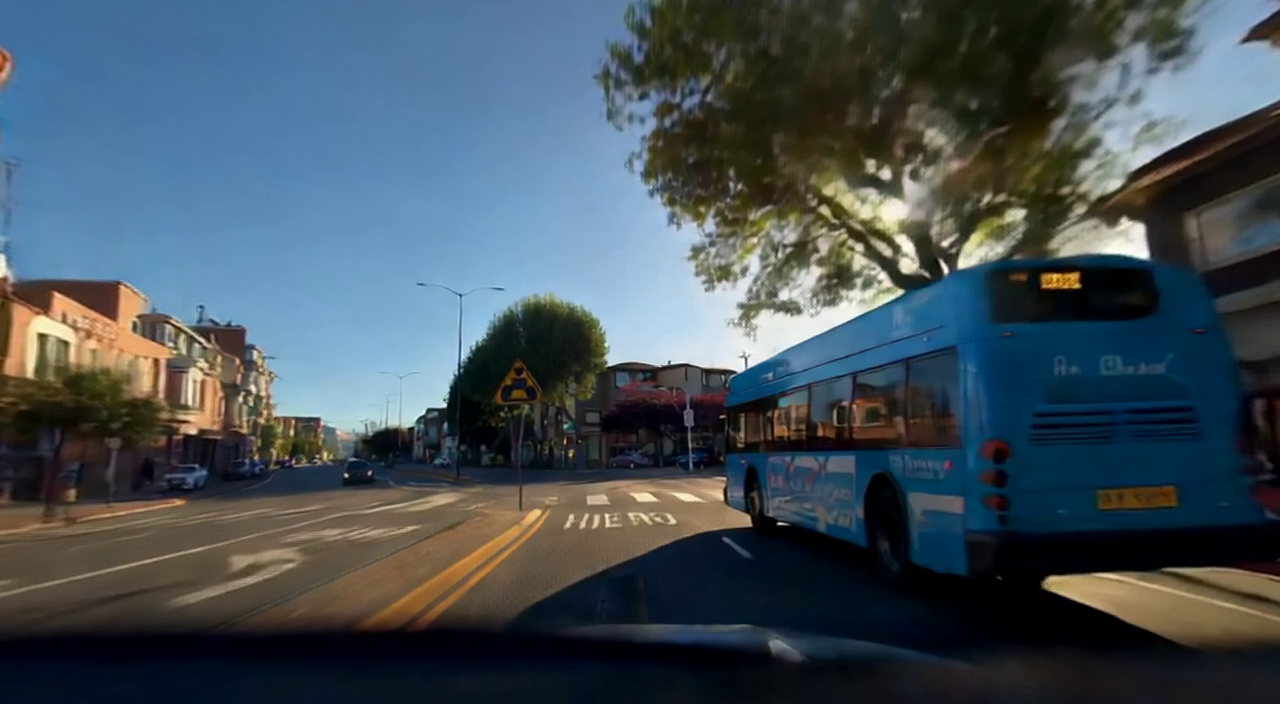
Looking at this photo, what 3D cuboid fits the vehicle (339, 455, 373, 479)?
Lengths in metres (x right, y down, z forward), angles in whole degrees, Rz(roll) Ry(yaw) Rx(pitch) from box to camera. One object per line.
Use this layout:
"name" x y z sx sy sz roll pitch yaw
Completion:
"vehicle" -19.625 7.905 43.757 1.944 1.505 3.944 3 -9 -23

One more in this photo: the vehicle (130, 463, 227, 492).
"vehicle" -27.269 7.389 37.418 4.384 1.500 1.864 7 -11 -40

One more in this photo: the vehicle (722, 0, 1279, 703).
"vehicle" 3.144 0.259 3.333 3.194 3.345 12.428 0 -9 -3
